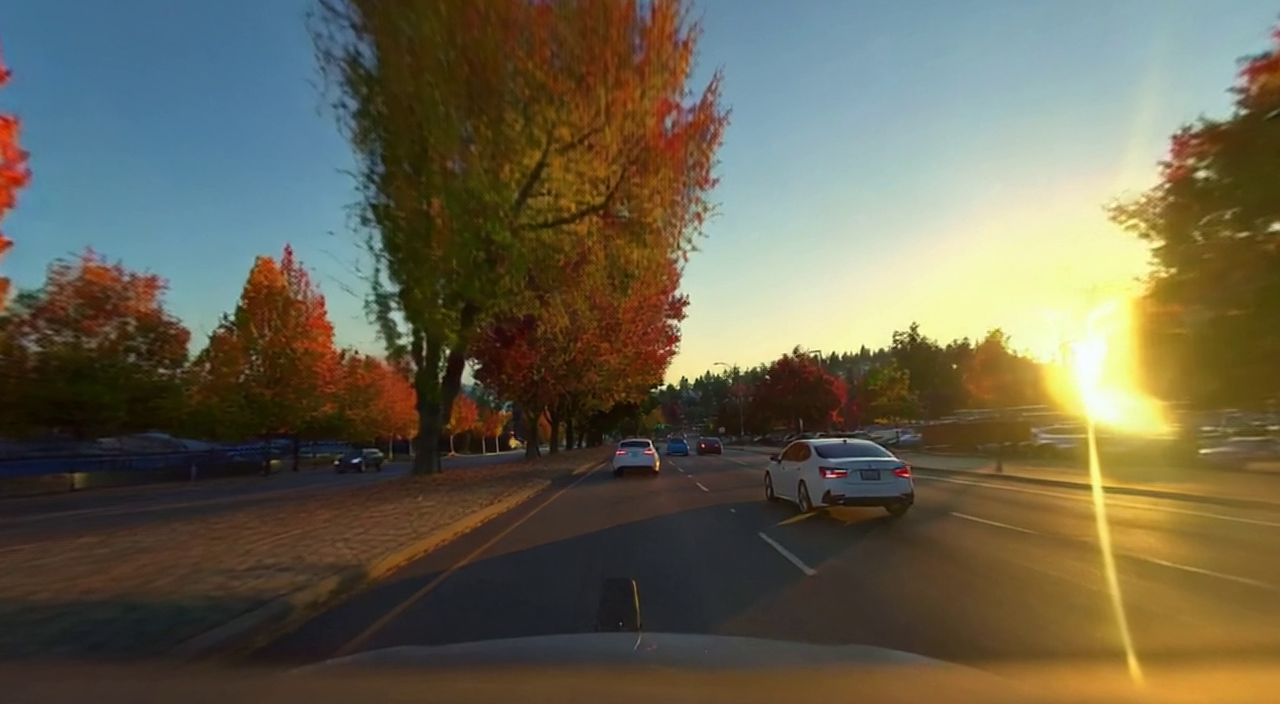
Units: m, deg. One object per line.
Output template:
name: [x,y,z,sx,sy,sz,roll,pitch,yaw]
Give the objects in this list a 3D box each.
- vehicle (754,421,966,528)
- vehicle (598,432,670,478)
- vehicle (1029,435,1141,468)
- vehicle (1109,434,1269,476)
vehicle: [3.469,2.028,11.037,2.094,1.480,4.323,0,-8,-1]
vehicle: [-0.202,3.605,22.333,2.289,1.471,4.477,0,-8,0]
vehicle: [21.032,4.717,30.142,1.890,1.455,4.592,0,-8,-2]
vehicle: [20.989,3.960,24.495,1.890,1.445,4.805,0,-8,0]
